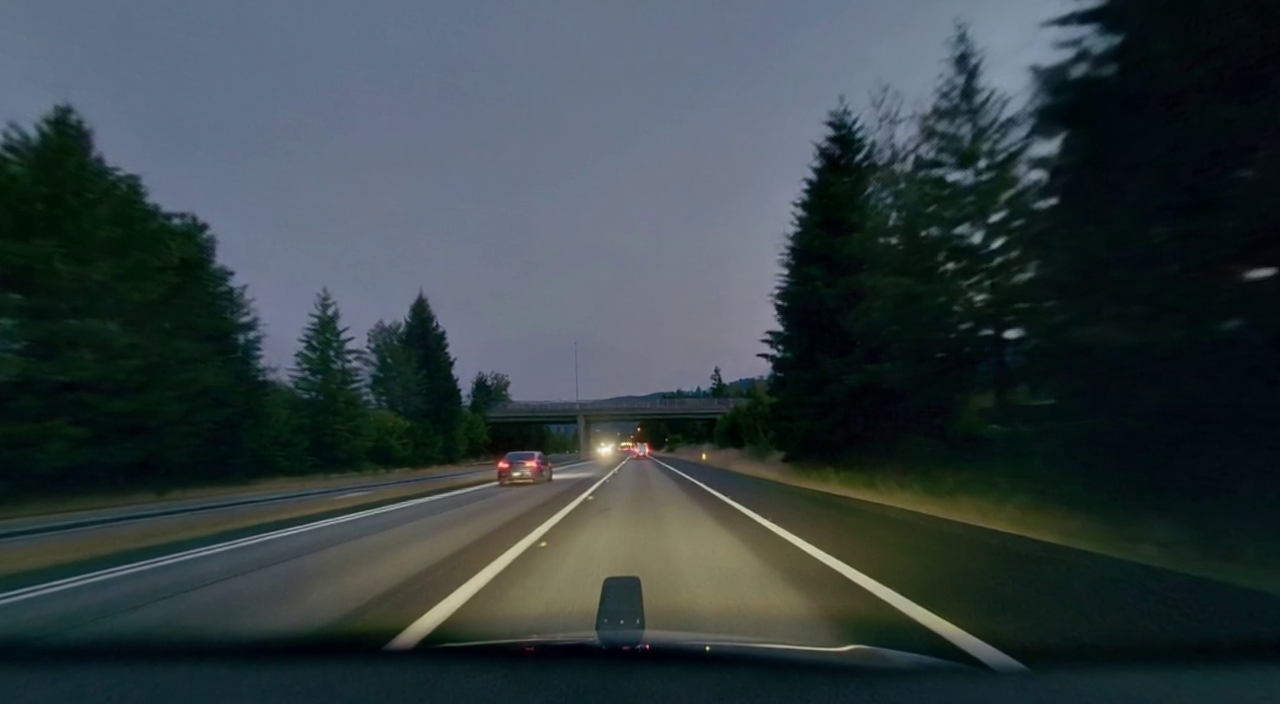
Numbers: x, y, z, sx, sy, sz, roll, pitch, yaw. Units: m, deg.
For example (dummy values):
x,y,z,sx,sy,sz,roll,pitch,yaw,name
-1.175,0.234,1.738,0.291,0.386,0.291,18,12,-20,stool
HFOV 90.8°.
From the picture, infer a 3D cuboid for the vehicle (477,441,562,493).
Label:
x,y,z,sx,sy,sz,roll,pitch,yaw,name
-4.098,3.990,22.237,2.076,1.637,4.526,0,-9,0,vehicle
